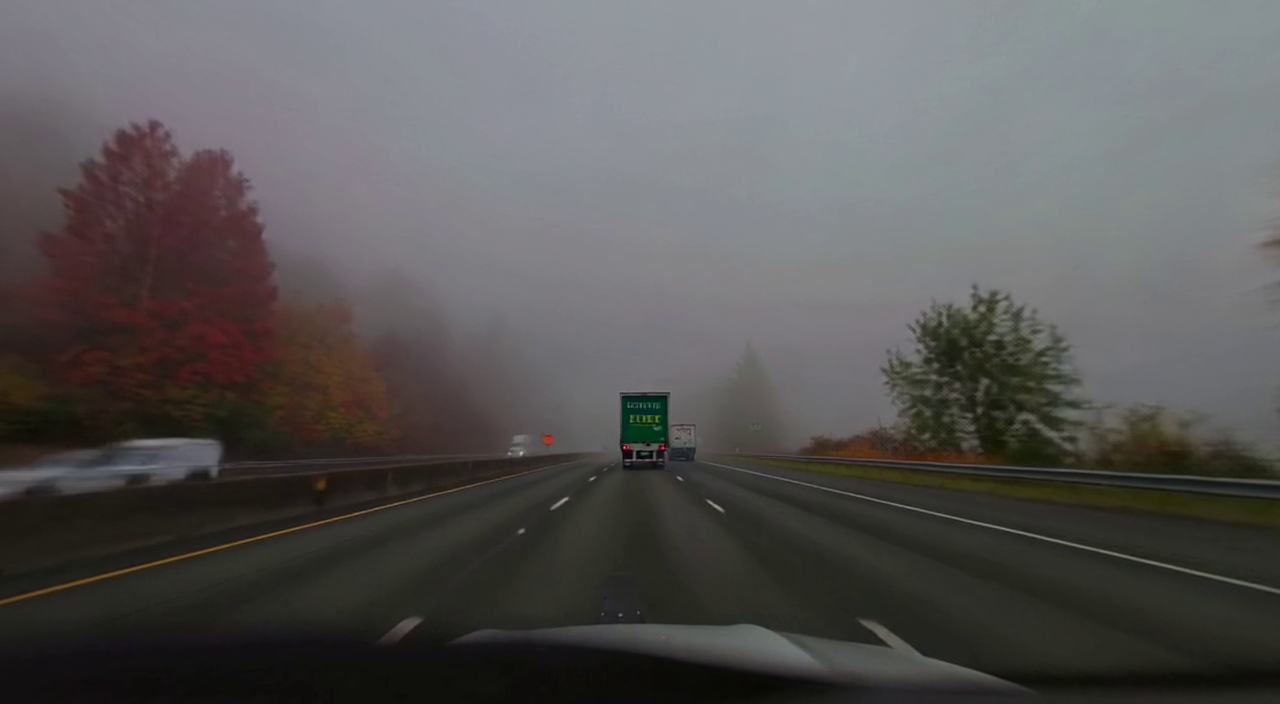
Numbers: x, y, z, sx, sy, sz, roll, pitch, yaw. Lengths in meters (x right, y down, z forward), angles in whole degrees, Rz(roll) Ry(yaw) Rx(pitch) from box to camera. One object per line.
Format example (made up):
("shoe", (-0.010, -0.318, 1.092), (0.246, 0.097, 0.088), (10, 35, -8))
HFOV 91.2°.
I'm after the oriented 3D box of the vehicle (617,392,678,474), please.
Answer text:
("vehicle", (0.356, 4.833, 36.653), (3.057, 4.073, 10.792), (0, -9, 0))
